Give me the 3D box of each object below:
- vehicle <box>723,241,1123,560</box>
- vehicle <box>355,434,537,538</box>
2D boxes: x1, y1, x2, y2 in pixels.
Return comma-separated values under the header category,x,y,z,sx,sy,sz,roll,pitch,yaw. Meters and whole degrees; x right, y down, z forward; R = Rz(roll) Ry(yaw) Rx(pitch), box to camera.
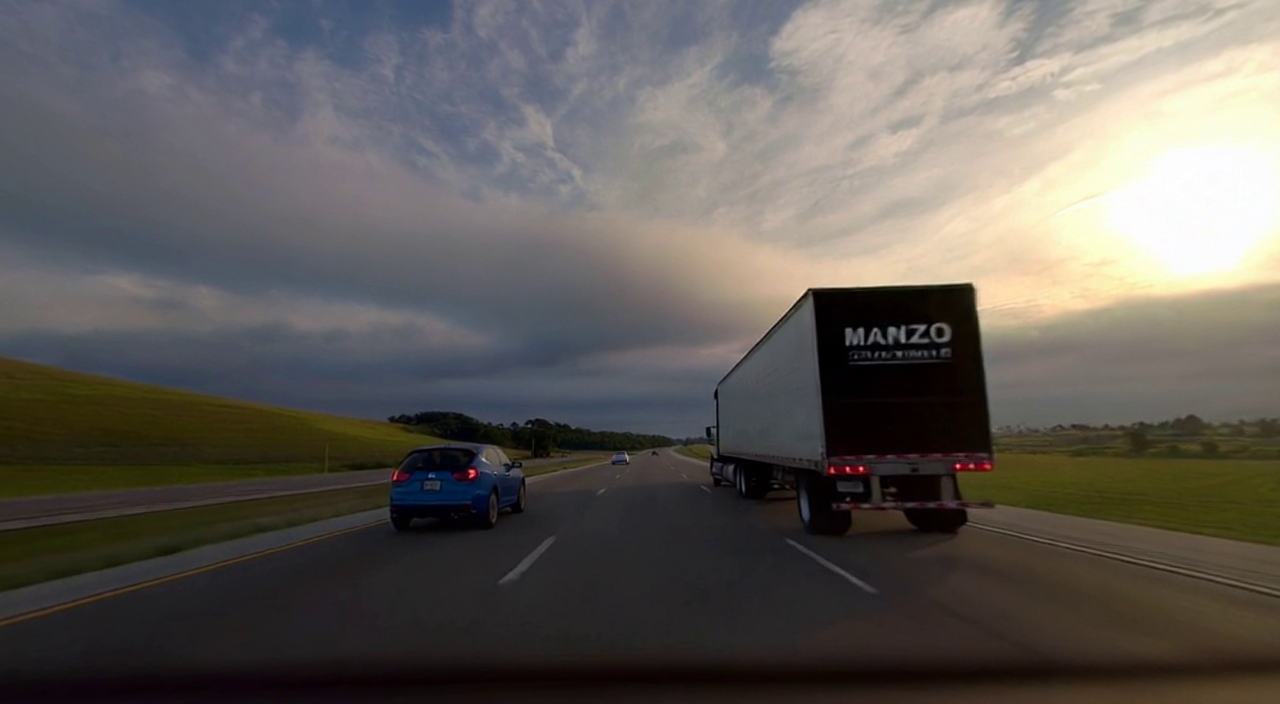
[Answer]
category,x,y,z,sx,sy,sz,roll,pitch,yaw
vehicle,4.405,1.599,14.874,2.832,4.034,13.924,0,-9,-1
vehicle,-3.258,2.339,11.634,1.945,1.537,4.294,0,-9,1
